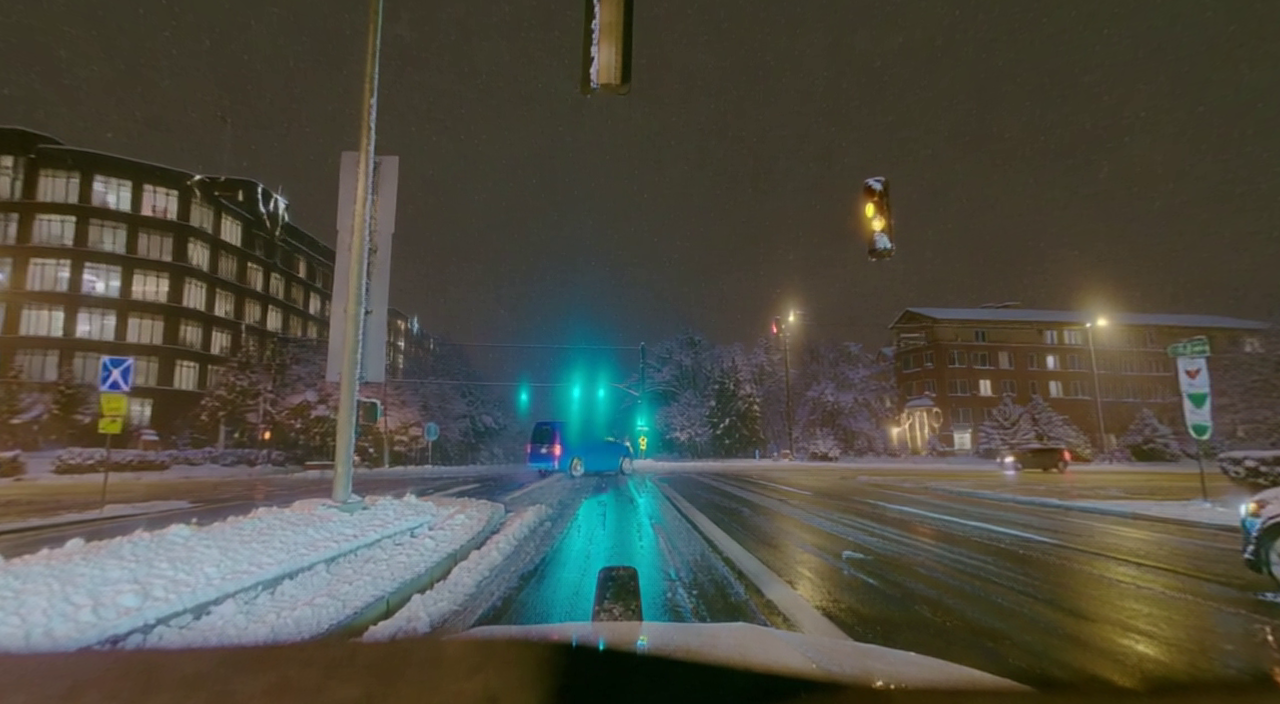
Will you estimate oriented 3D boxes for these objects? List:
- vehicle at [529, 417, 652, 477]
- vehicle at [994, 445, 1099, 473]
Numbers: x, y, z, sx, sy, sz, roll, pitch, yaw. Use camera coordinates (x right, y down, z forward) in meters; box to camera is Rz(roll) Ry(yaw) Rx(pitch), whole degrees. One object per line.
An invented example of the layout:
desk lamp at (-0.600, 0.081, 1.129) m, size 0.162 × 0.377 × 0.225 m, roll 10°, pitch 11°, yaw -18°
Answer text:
vehicle at (-2.701, 5.485, 36.228) m, size 2.678 × 3.096 × 7.088 m, roll -9°, pitch -12°, yaw 43°
vehicle at (23.763, 6.272, 36.729) m, size 4.736 × 1.542 × 1.966 m, roll 0°, pitch -9°, yaw -2°
